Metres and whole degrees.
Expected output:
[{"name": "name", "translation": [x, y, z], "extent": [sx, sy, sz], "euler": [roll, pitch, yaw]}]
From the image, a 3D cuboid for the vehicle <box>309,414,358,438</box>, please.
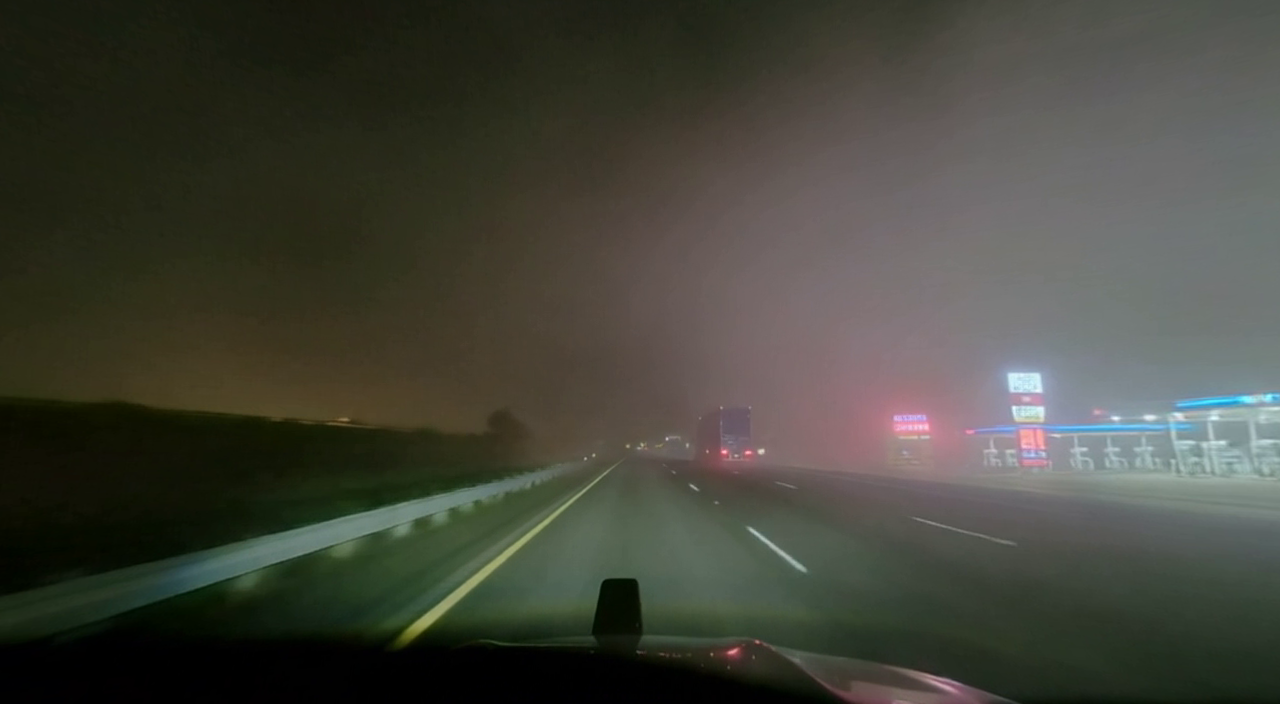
[{"name": "vehicle", "translation": [-20.665, 5.035, 42.655], "extent": [1.600, 1.445, 3.580], "euler": [0, -8, -2]}]
